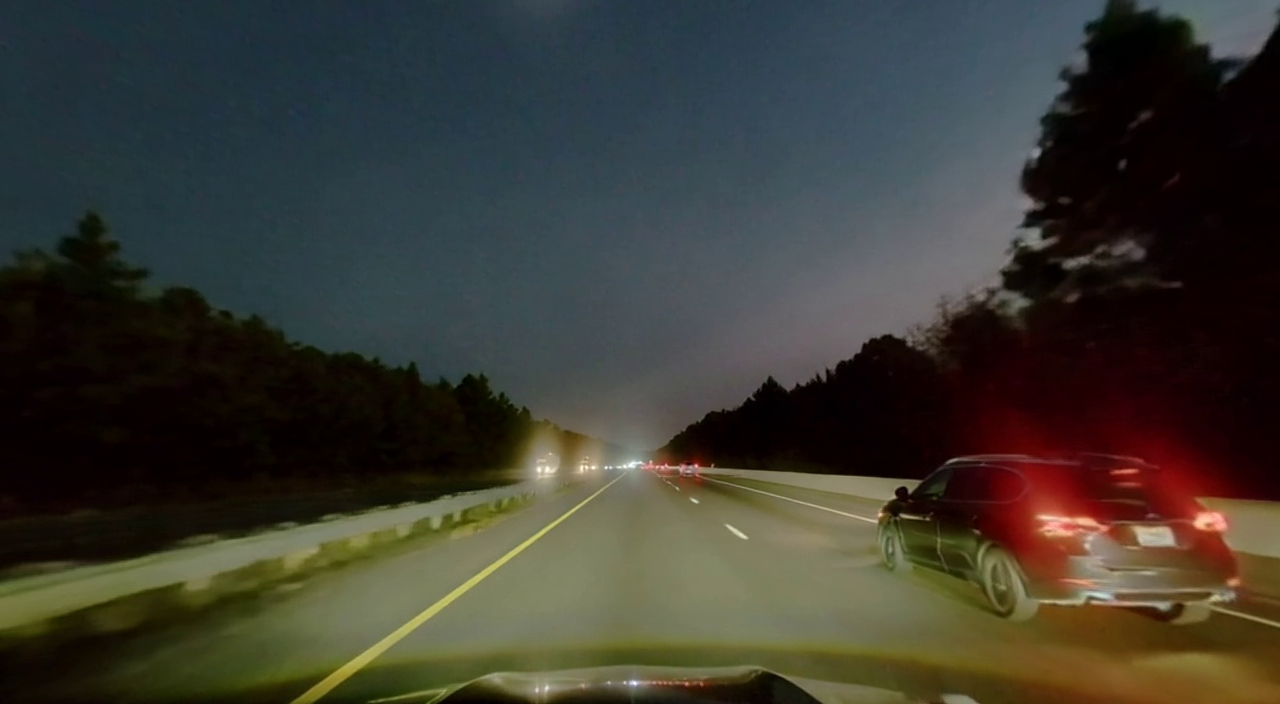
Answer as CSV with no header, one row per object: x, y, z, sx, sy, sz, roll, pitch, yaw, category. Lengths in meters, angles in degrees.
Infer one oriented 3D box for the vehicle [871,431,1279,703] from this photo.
3.708,1.568,5.559,1.825,1.494,3.959,1,-10,0,vehicle

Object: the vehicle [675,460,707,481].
3.948,9.310,49.455,2.156,1.569,3.821,1,-10,-1,vehicle
